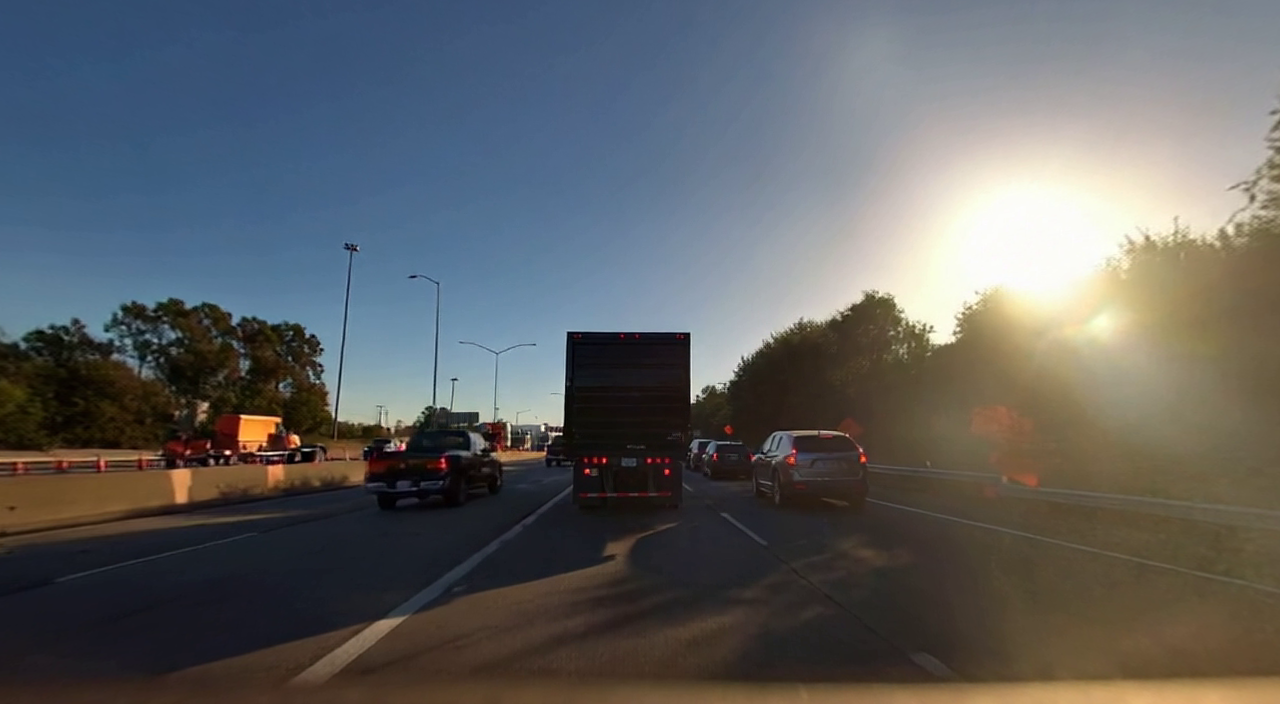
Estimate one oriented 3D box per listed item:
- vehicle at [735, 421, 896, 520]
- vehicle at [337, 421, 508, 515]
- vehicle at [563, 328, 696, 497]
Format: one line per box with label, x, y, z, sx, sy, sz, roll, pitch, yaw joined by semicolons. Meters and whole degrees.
vehicle;3.406;2.402;13.180;2.103;1.713;4.173;0;-9;-1
vehicle;-4.566;2.530;14.153;2.095;1.736;4.529;0;-9;2
vehicle;-0.303;2.150;19.785;3.067;3.940;10.154;0;-9;-1
